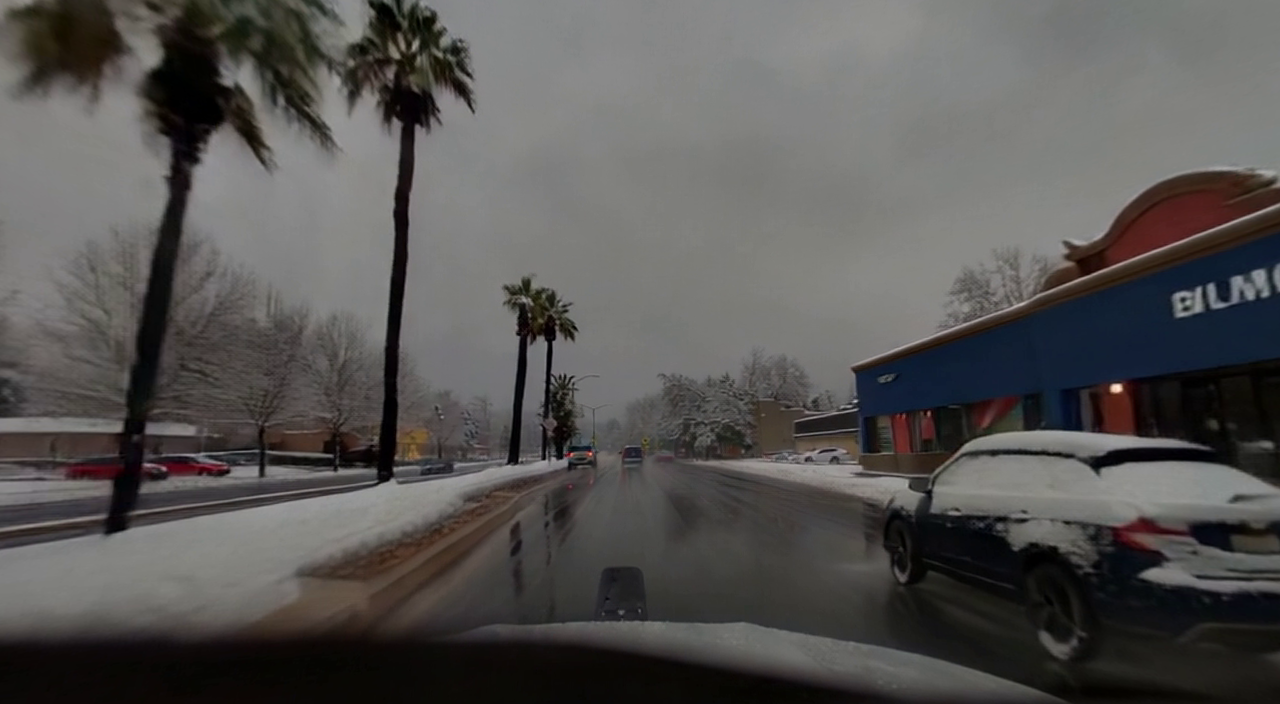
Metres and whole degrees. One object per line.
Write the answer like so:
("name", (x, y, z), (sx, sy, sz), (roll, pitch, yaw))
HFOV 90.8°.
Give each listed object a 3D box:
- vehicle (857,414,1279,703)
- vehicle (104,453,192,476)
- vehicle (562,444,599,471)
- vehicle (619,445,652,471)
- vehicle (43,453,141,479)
("vehicle", (3.590, 1.355, 4.896), (2.090, 1.503, 4.566), (0, -9, -1))
("vehicle", (-35.089, 7.995, 45.166), (4.515, 1.552, 2.036), (0, -9, -1))
("vehicle", (-4.055, 7.276, 43.645), (2.071, 1.744, 4.500), (0, -9, 0))
("vehicle", (-0.317, 7.086, 42.299), (2.102, 1.653, 3.698), (0, -9, -2))
("vehicle", (-34.698, 7.206, 40.061), (4.277, 1.537, 1.942), (0, -9, -3))
